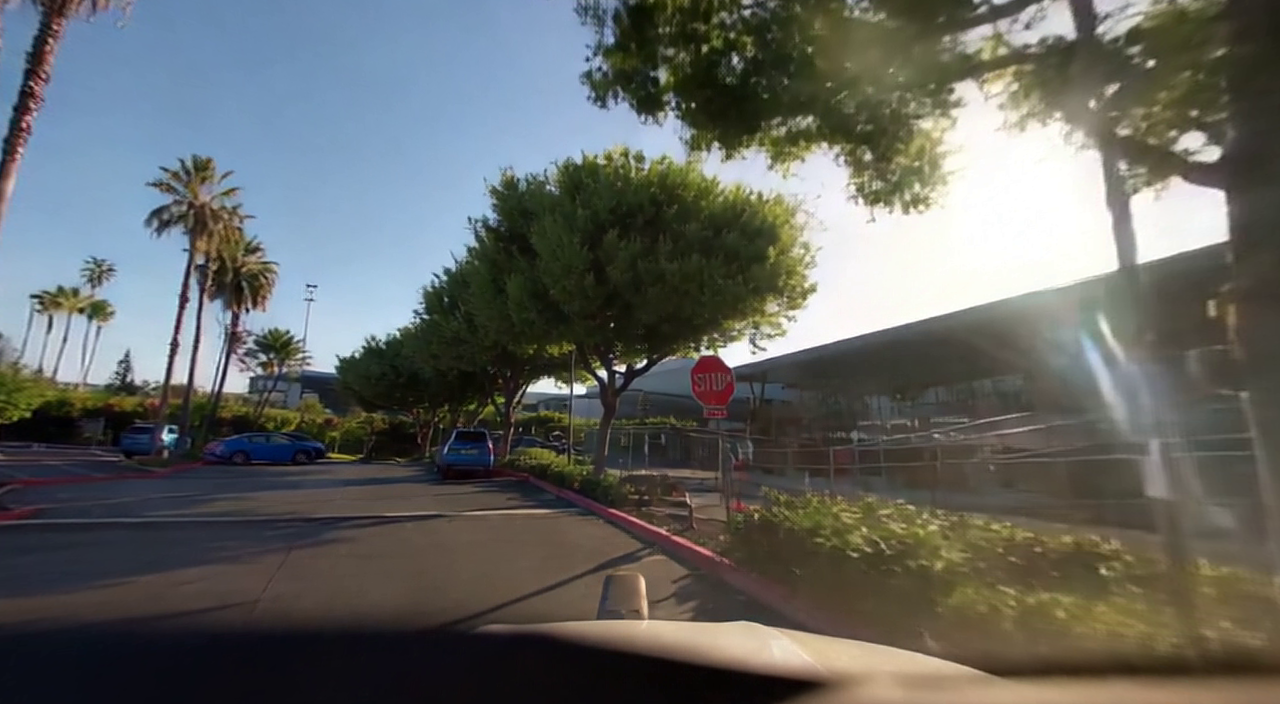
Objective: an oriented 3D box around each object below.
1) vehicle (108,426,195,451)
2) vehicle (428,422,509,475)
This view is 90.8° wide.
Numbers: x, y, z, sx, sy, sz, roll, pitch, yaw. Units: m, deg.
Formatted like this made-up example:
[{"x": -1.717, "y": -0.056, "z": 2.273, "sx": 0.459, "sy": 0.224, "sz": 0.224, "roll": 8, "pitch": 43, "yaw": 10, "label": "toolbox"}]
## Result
[{"x": -32.678, "y": 5.843, "z": 42.369, "sx": 4.457, "sy": 1.552, "sz": 1.748, "roll": 7, "pitch": -11, "yaw": -37, "label": "vehicle"}, {"x": -6.383, "y": 3.529, "z": 23.134, "sx": 2.071, "sy": 1.700, "sz": 4.367, "roll": 4, "pitch": -10, "yaw": -25, "label": "vehicle"}]
